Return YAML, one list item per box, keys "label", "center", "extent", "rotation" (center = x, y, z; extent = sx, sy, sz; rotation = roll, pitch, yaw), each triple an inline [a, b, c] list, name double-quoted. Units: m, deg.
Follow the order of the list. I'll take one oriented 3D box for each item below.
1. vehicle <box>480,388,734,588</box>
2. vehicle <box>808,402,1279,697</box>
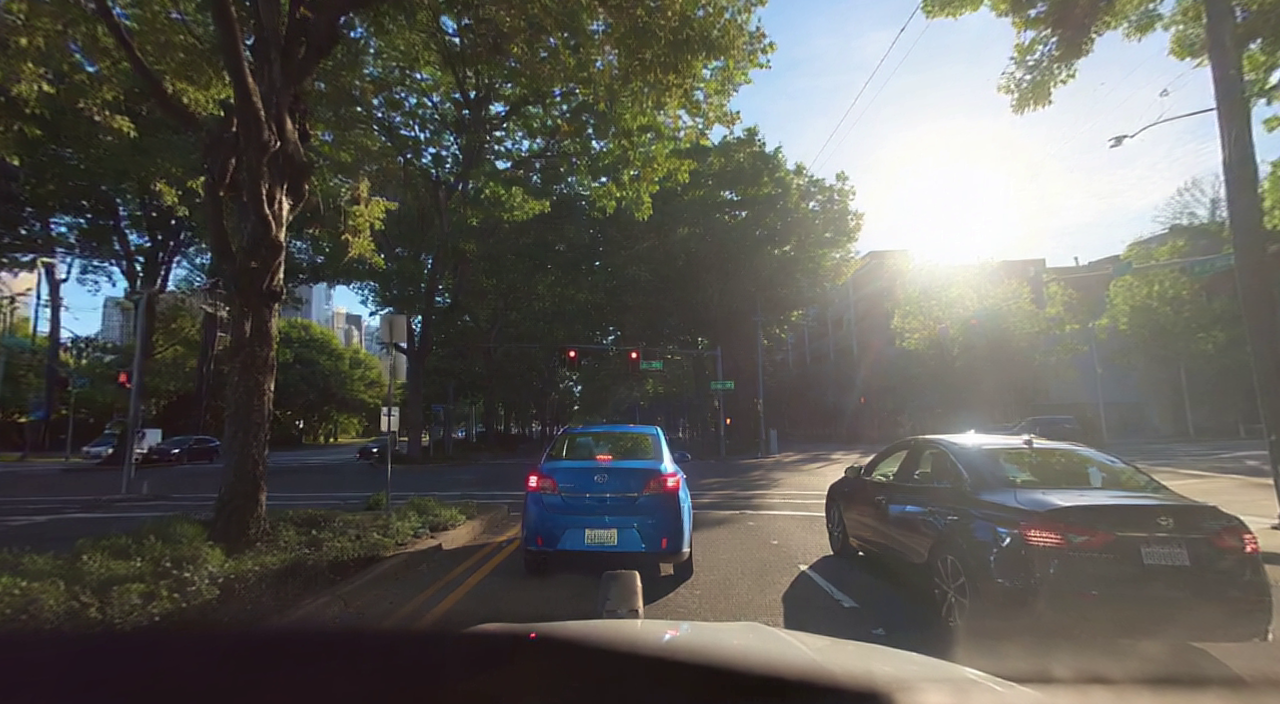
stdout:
- label: "vehicle"
  center: [-0.351, 1.524, 7.796]
  extent: [2.247, 1.760, 4.231]
  rotation: [0, -9, -2]
- label: "vehicle"
  center: [3.162, 1.402, 5.763]
  extent: [1.932, 1.562, 4.629]
  rotation: [0, -9, -1]
